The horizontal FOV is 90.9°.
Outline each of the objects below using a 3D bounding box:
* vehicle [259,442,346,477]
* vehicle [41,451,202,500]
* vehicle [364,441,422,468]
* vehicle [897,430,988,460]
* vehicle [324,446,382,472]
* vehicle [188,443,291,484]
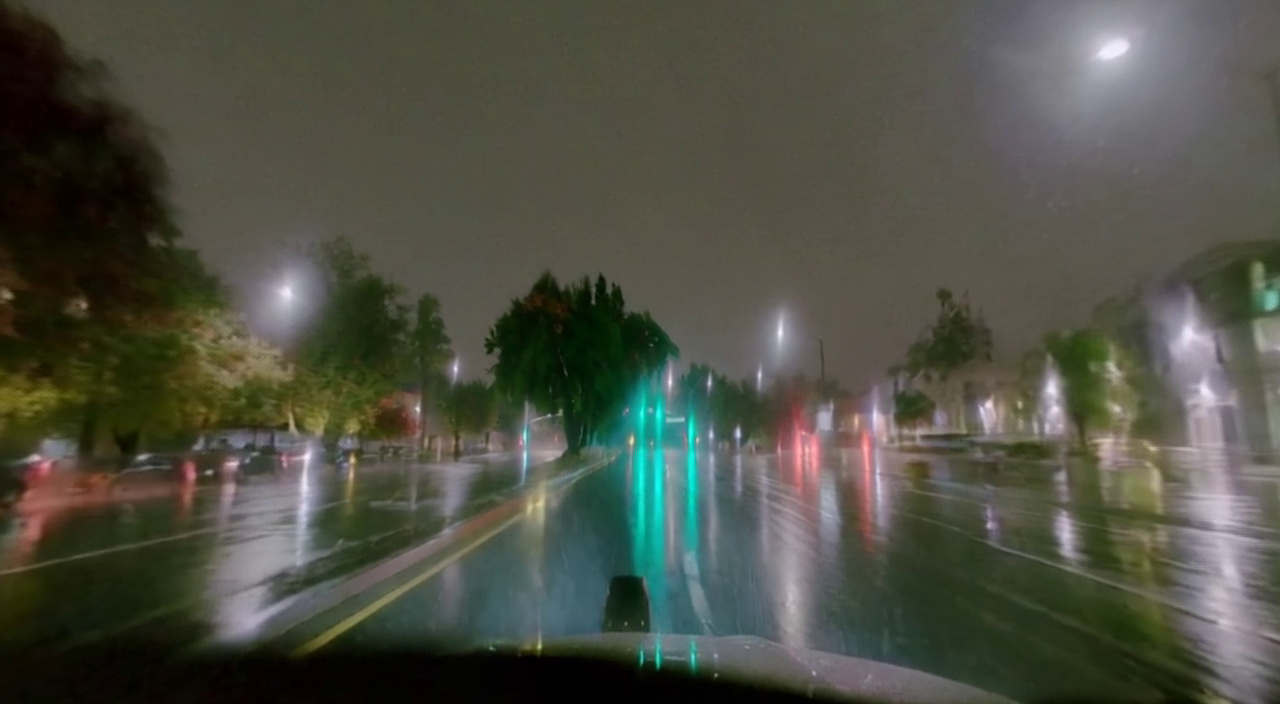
[{"bbox_3d":[-18.153,5.751,34.215,2.115,1.716,4.900,0,-8,-2],"label":"vehicle"},{"bbox_3d":[-18.044,4.271,22.272,1.839,1.456,4.507,0,-8,0],"label":"vehicle"},{"bbox_3d":[-17.826,7.391,45.750,1.941,1.848,5.279,0,-8,1],"label":"vehicle"},{"bbox_3d":[22.213,6.838,46.400,5.532,2.065,2.166,-1,-8,0],"label":"vehicle"},{"bbox_3d":[-18.178,6.776,40.102,1.736,1.489,4.347,0,-8,-2],"label":"vehicle"},{"bbox_3d":[-18.015,4.999,28.644,1.952,1.649,4.414,0,-8,-3],"label":"vehicle"}]
